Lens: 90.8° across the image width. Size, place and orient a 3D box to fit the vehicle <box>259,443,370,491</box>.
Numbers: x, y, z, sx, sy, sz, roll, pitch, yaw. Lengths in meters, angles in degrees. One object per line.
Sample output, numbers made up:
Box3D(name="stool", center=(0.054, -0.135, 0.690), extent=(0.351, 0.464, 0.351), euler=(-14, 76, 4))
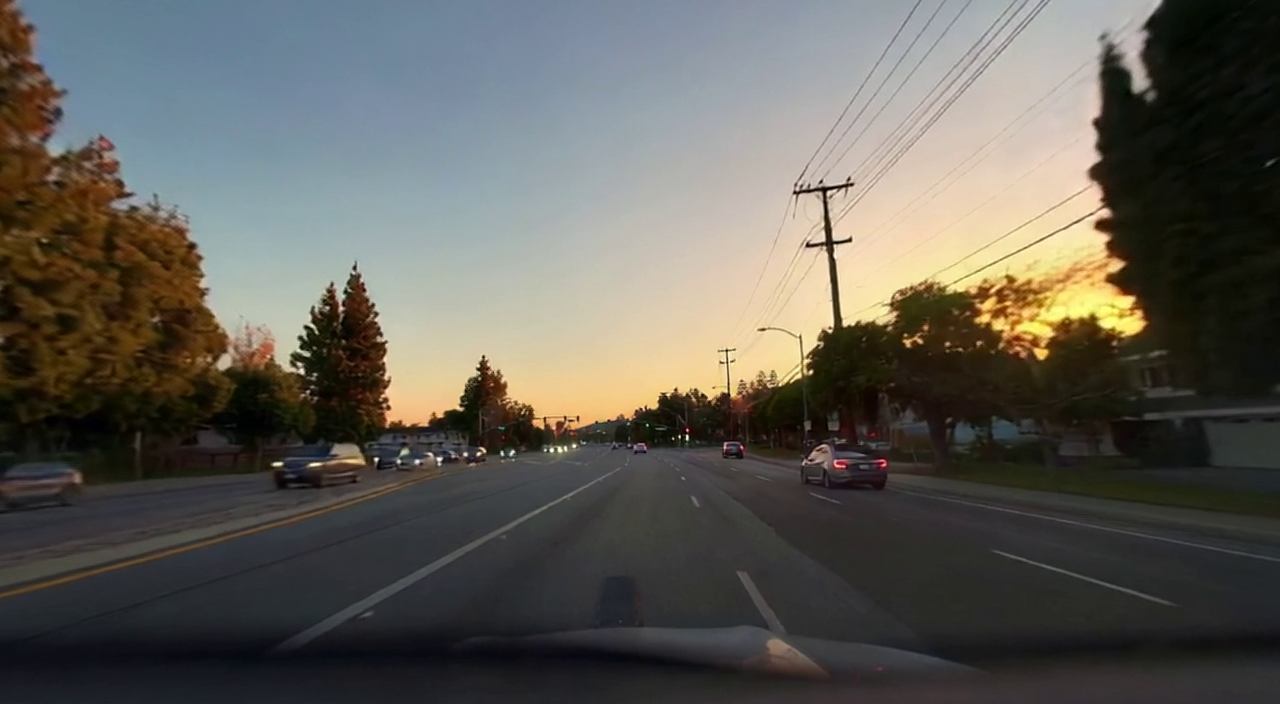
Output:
Box3D(name="vehicle", center=(-12.392, 4.394, 24.458), extent=(1.992, 1.651, 4.486), euler=(0, -9, -1))

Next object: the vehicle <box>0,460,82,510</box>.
Box3D(name="vehicle", center=(-22.881, 4.738, 22.599), extent=(1.851, 1.608, 4.452), euler=(0, -9, -2))

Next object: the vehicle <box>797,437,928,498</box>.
Box3D(name="vehicle", center=(6.320, 3.331, 18.630), extent=(2.113, 1.520, 4.650), euler=(0, -9, -1))

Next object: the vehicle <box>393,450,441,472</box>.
Box3D(name="vehicle", center=(-16.251, 7.959, 46.278), extent=(1.903, 1.477, 4.721), euler=(0, -9, -1))
